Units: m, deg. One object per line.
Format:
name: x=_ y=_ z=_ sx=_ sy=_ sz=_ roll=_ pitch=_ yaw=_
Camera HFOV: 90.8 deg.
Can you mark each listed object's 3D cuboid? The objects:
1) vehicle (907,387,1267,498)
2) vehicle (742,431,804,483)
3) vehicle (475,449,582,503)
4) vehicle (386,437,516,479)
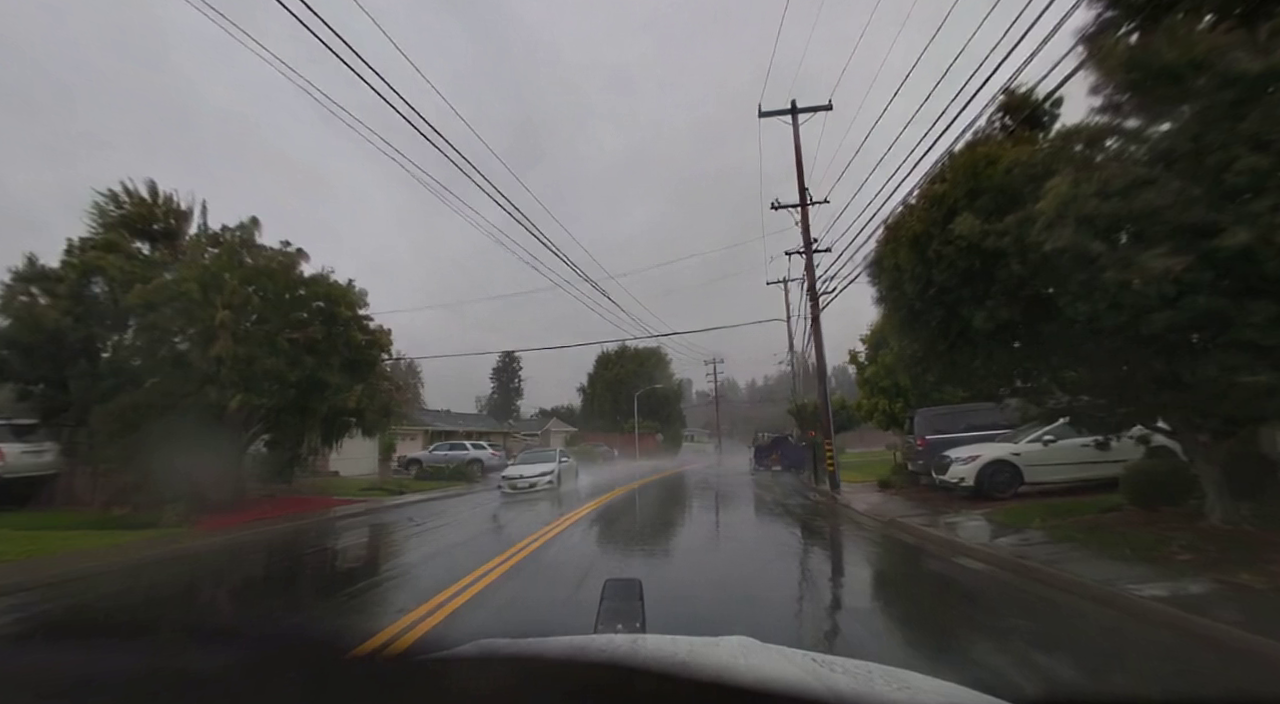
vehicle: x=9.147 y=1.957 z=13.541 sx=5.762 sy=2.116 sz=2.258 roll=-1 pitch=-9 yaw=6
vehicle: x=5.601 y=4.484 z=27.274 sx=2.273 sy=1.938 sz=6.400 roll=-2 pitch=-9 yaw=9
vehicle: x=-3.363 y=3.863 z=20.223 sx=2.015 sy=1.464 sz=4.870 roll=-1 pitch=-9 yaw=7
vehicle: x=-9.270 y=5.212 z=31.183 sx=5.632 sy=1.957 sz=2.302 roll=-2 pitch=-9 yaw=9
